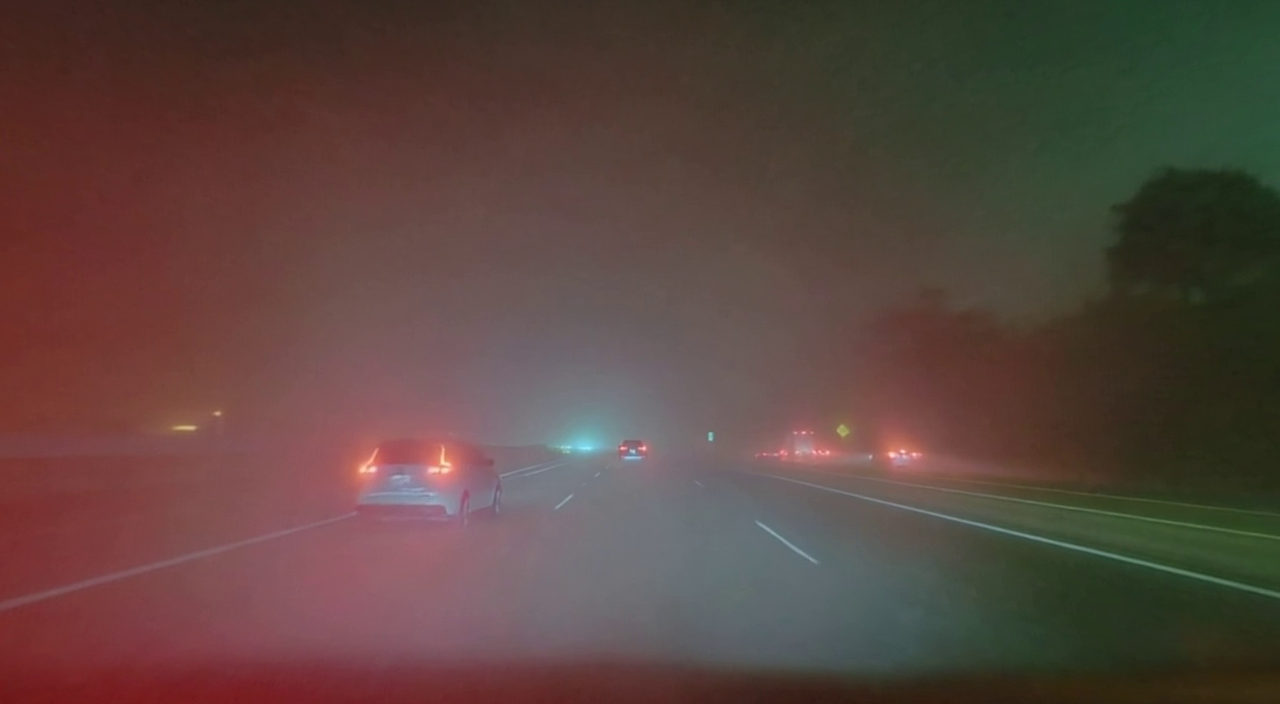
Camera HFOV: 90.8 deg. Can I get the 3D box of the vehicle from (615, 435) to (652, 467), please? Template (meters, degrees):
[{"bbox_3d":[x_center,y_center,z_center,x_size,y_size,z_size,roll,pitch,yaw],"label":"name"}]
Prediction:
[{"bbox_3d":[-0.430,6.494,41.537,2.269,1.924,4.596,0,-8,-1],"label":"vehicle"}]

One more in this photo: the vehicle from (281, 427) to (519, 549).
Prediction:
[{"bbox_3d":[-3.624,2.146,10.803,2.140,1.574,4.946,0,-8,0],"label":"vehicle"}]
